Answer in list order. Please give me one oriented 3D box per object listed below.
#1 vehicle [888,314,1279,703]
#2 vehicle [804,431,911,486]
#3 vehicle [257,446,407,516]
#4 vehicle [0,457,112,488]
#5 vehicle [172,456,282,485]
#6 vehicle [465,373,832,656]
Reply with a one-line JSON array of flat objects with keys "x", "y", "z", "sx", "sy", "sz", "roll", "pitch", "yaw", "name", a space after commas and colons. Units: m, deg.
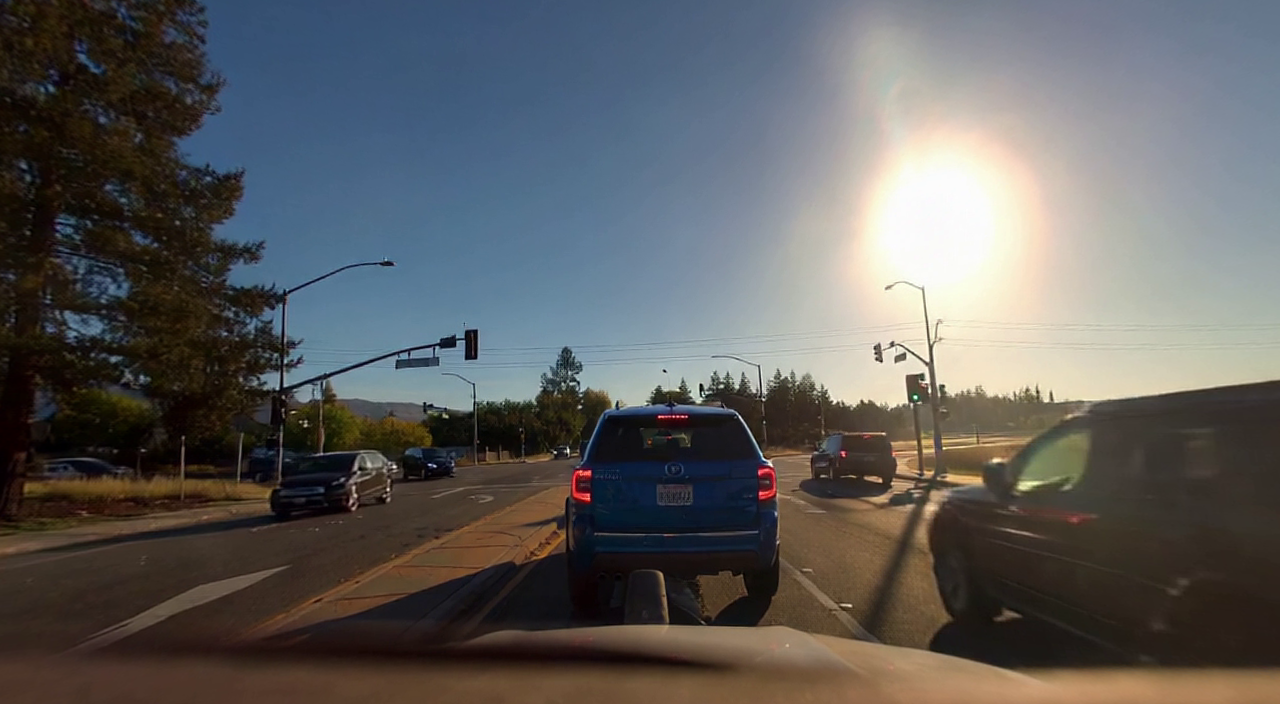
[{"x": 3.267, "y": 0.866, "z": 2.998, "sx": 2.340, "sy": 1.693, "sz": 4.516, "roll": 0, "pitch": -8, "yaw": 0, "name": "vehicle"}, {"x": 7.091, "y": 3.518, "z": 21.118, "sx": 2.012, "sy": 1.636, "sz": 4.352, "roll": 0, "pitch": -8, "yaw": 0, "name": "vehicle"}, {"x": -8.062, "y": 3.358, "z": 17.083, "sx": 2.192, "sy": 1.606, "sz": 4.510, "roll": 1, "pitch": -8, "yaw": -6, "name": "vehicle"}, {"x": -33.233, "y": 6.831, "z": 35.748, "sx": 4.605, "sy": 1.626, "sz": 2.251, "roll": 0, "pitch": -8, "yaw": 2, "name": "vehicle"}, {"x": -22.534, "y": 6.457, "z": 34.490, "sx": 4.559, "sy": 1.458, "sz": 2.265, "roll": -1, "pitch": -8, "yaw": 7, "name": "vehicle"}, {"x": 0.043, "y": 1.321, "z": 6.117, "sx": 2.298, "sy": 1.770, "sz": 4.138, "roll": 0, "pitch": -8, "yaw": 0, "name": "vehicle"}]
